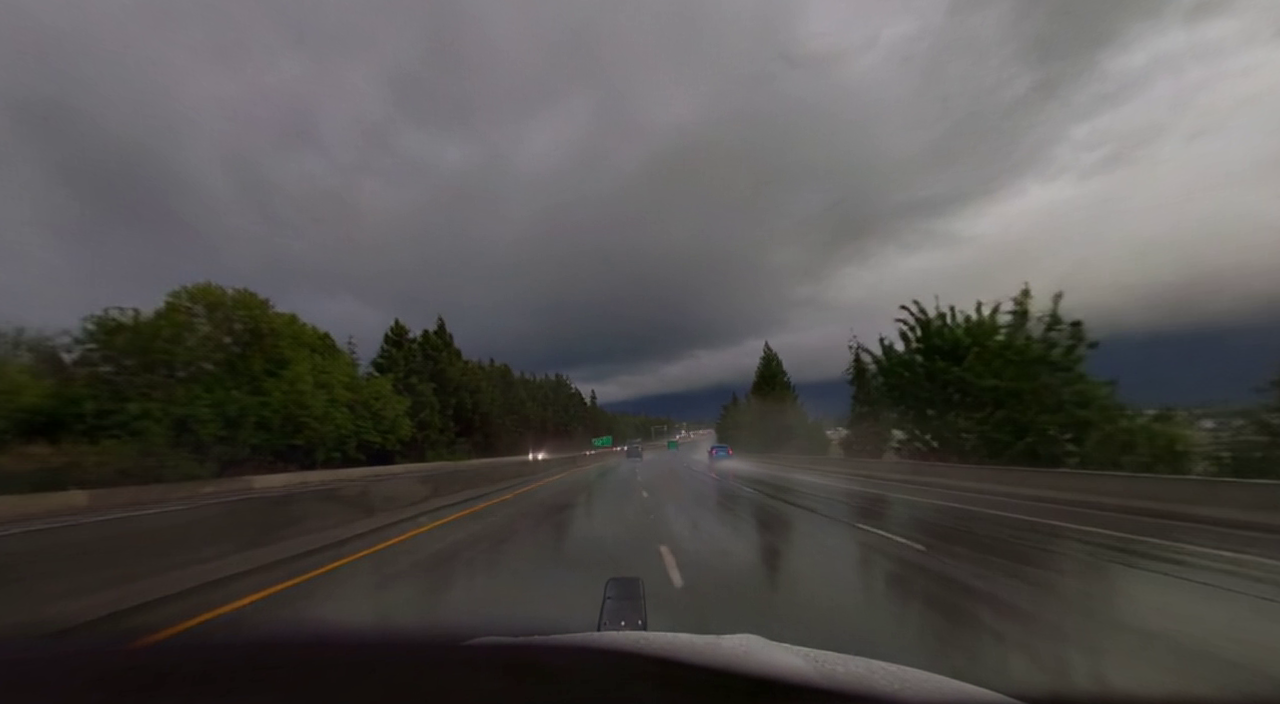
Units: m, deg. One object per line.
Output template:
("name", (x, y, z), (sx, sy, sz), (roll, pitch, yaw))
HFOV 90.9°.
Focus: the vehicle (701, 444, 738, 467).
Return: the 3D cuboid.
("vehicle", (5.735, 7.554, 45.877), (2.175, 1.574, 3.943), (0, -9, -1))
